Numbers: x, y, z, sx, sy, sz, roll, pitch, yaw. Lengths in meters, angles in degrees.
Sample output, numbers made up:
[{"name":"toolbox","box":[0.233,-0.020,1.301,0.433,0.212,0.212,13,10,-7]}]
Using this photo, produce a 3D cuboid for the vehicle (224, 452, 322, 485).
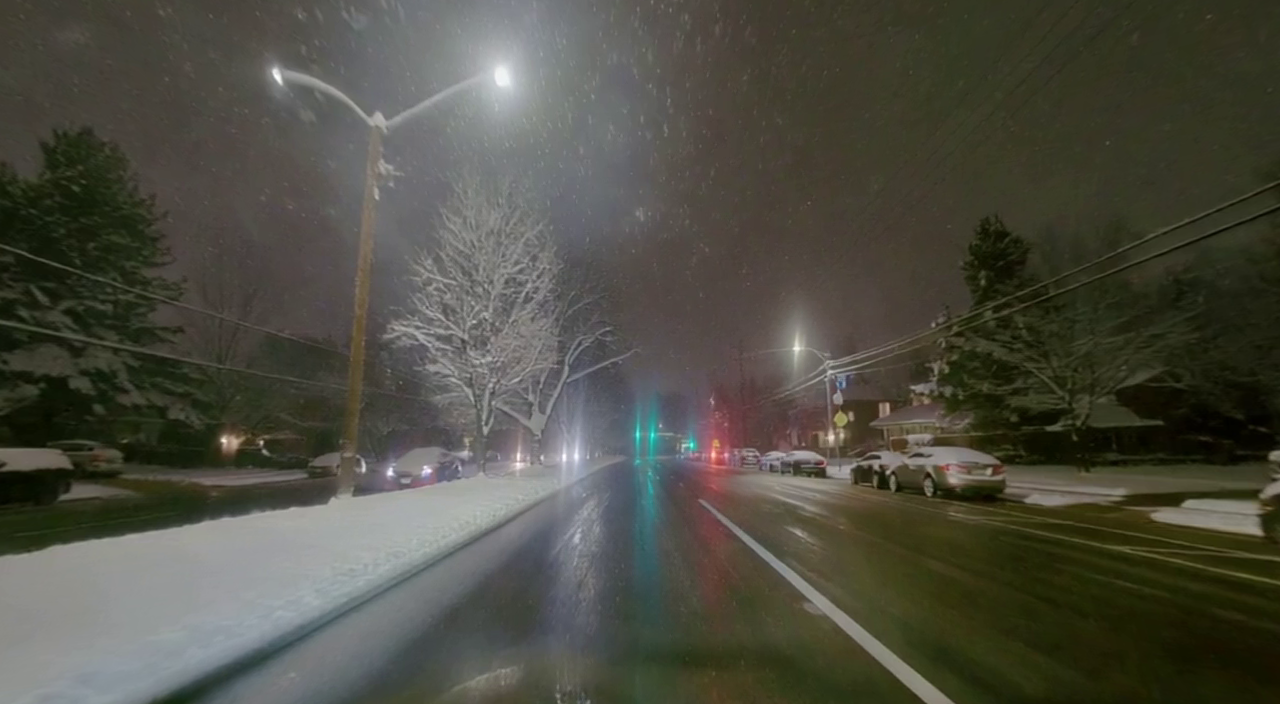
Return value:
[{"name":"vehicle","box":[-18.429,5.842,32.083,1.813,1.494,5.131,-1,-8,1]}]

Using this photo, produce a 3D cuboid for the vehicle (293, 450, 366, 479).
[{"name":"vehicle","box":[-18.438,6.679,37.796,1.885,1.553,4.864,0,-8,0]}]

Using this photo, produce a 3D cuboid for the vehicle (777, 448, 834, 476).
[{"name":"vehicle","box":[9.616,6.415,37.107,1.899,1.475,4.572,0,-8,-2]}]

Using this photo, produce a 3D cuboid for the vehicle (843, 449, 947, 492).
[{"name":"vehicle","box":[9.632,4.481,24.316,1.961,1.456,4.493,0,-8,-2]}]

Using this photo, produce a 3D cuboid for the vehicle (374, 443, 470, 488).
[{"name":"vehicle","box":[-8.032,4.194,23.797,1.913,1.485,4.624,0,-8,1]}]

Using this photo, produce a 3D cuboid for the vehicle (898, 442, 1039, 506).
[{"name":"vehicle","box":[9.794,3.612,19.293,1.882,1.702,4.346,0,-8,-1]}]
